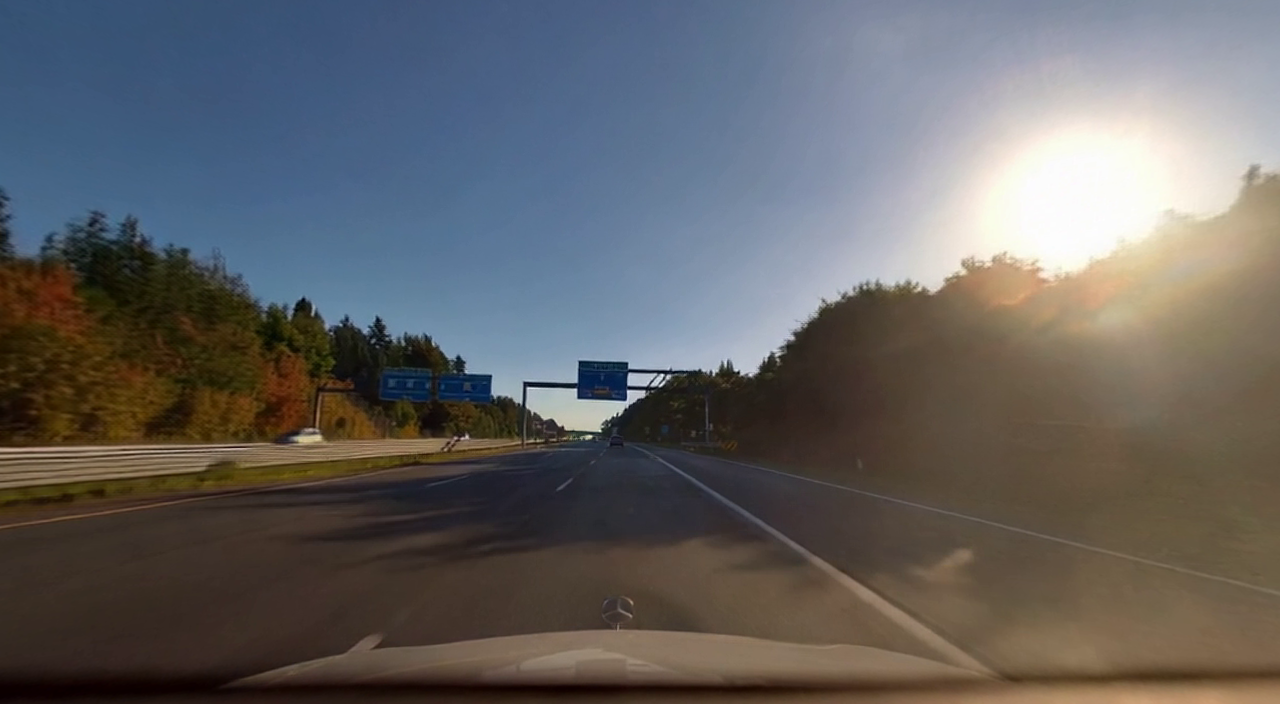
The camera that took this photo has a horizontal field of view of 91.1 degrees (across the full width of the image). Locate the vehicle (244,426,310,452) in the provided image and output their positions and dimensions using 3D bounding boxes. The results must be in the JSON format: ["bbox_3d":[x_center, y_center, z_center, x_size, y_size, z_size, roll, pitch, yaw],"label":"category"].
[{"bbox_3d":[-25.627,6.170,44.593,1.972,1.731,4.584,0,-8,-1],"label":"vehicle"}]
